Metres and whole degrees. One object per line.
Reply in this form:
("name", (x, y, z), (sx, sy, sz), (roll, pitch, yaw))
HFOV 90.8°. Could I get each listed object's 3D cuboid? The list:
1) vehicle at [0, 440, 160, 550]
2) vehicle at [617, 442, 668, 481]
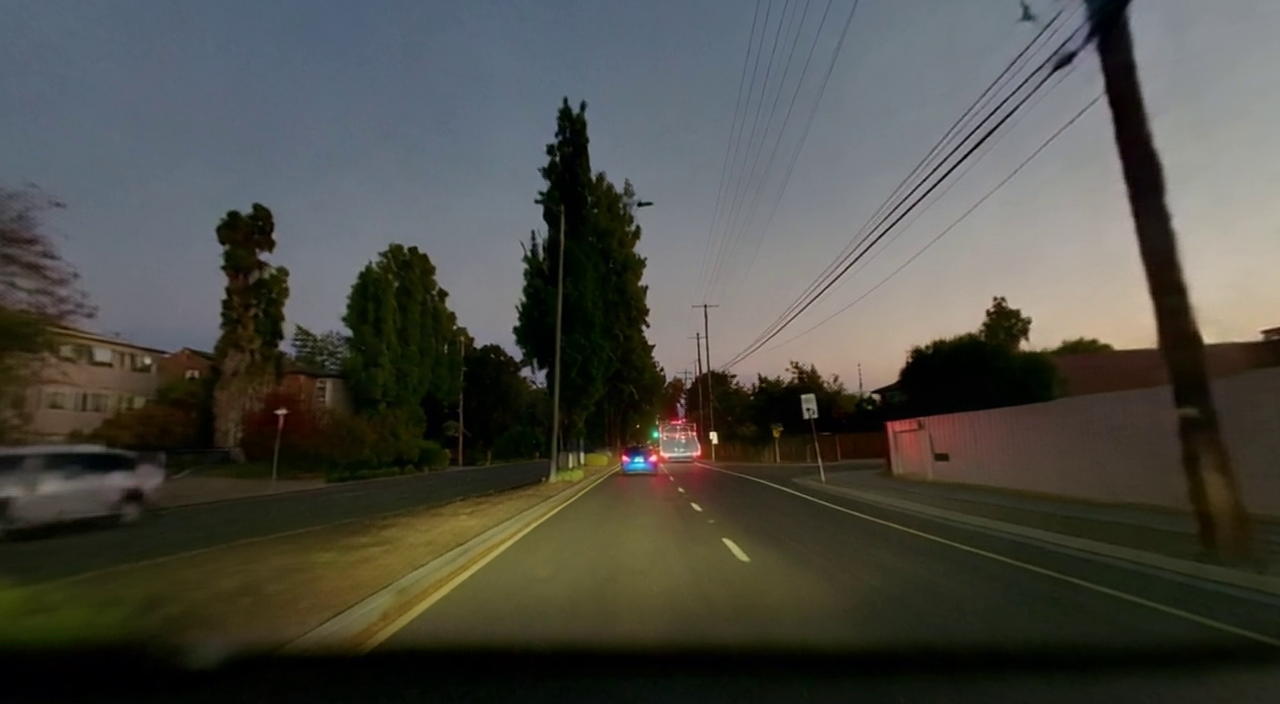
("vehicle", (-11.449, 2.492, 11.371), (1.951, 1.795, 4.579), (0, -9, 0))
("vehicle", (0.077, 4.643, 27.091), (2.018, 1.511, 3.993), (0, -9, 0))
